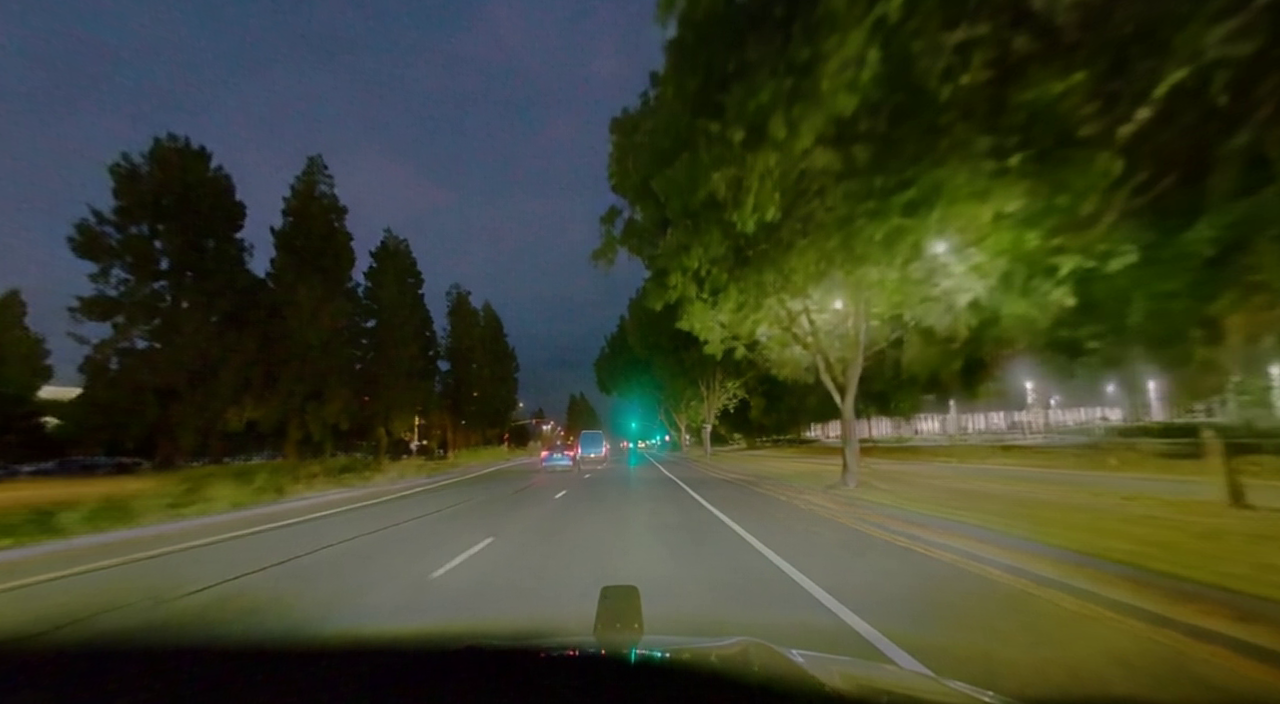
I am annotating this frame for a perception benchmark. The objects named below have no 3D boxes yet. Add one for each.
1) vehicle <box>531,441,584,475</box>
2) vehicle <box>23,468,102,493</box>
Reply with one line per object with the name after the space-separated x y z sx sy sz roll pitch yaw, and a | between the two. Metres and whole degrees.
-3.871 5.011 30.144 2.009 1.473 4.028 1 -8 -1 | vehicle
-36.679 8.140 40.262 1.567 1.379 3.614 3 -10 -1 | vehicle
